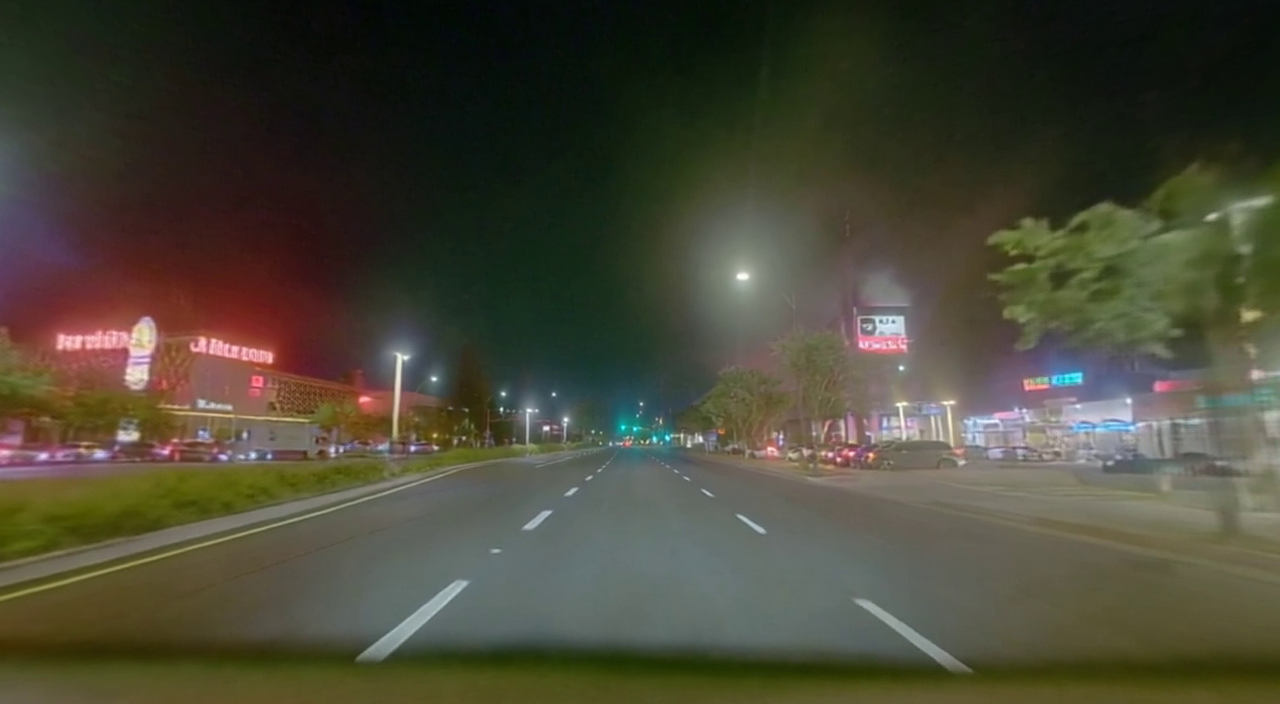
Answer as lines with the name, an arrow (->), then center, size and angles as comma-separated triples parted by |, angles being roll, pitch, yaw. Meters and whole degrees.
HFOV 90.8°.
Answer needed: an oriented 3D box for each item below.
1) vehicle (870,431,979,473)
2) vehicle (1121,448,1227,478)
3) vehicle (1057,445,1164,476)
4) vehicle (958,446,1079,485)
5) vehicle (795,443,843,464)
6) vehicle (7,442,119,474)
vehicle -> 14.755, 5.244, 33.271 | 2.189, 1.951, 5.828 | 0, -9, -10
vehicle -> 28.181, 5.845, 33.501 | 1.852, 1.456, 3.831 | 2, -9, -11
vehicle -> 24.673, 5.673, 33.352 | 1.950, 1.473, 4.126 | 2, -9, -14
vehicle -> 15.722, 4.712, 26.618 | 1.936, 1.464, 4.867 | 1, -8, -2
vehicle -> 12.806, 7.274, 45.515 | 1.865, 1.434, 4.373 | 1, -8, -5
vehicle -> -30.575, 5.619, 33.570 | 4.104, 1.576, 1.852 | 0, -8, 1
